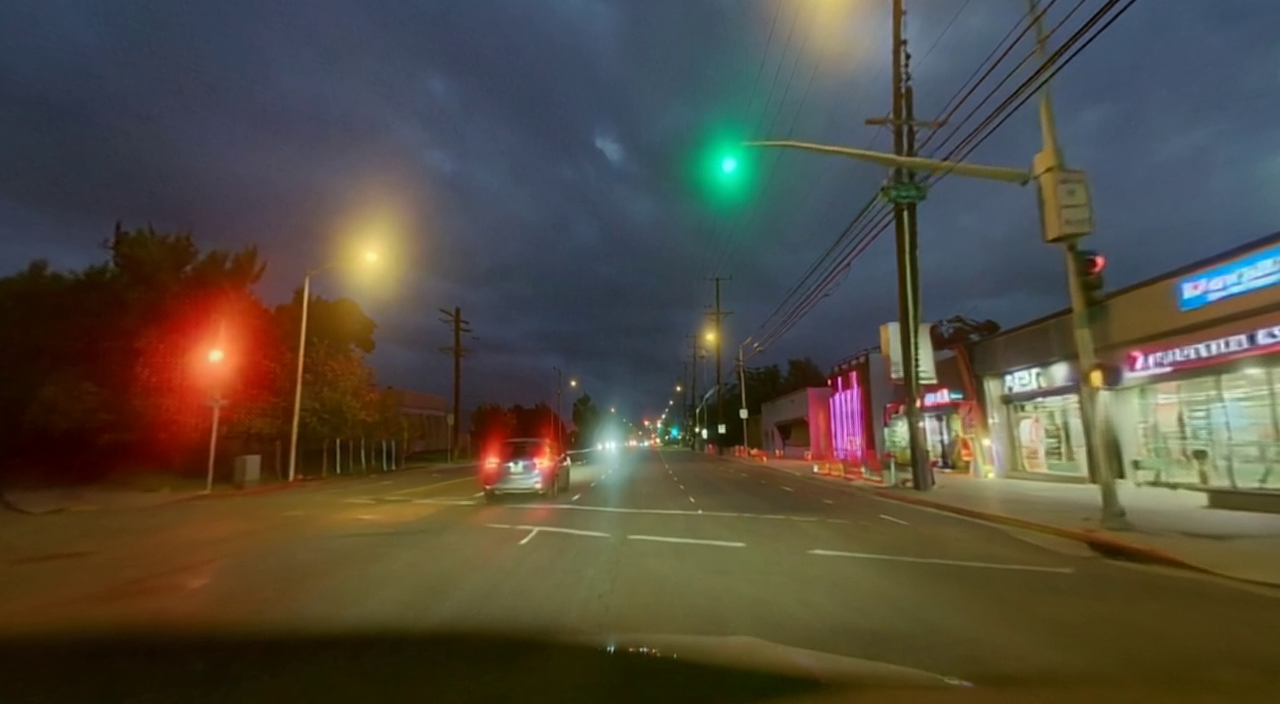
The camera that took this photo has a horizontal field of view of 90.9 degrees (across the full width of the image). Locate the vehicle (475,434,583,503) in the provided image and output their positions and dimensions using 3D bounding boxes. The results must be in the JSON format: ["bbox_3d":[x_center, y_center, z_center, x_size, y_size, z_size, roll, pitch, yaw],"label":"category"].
[{"bbox_3d":[-2.839,3.114,17.235,2.036,1.589,4.549,-1,-9,1],"label":"vehicle"}]
